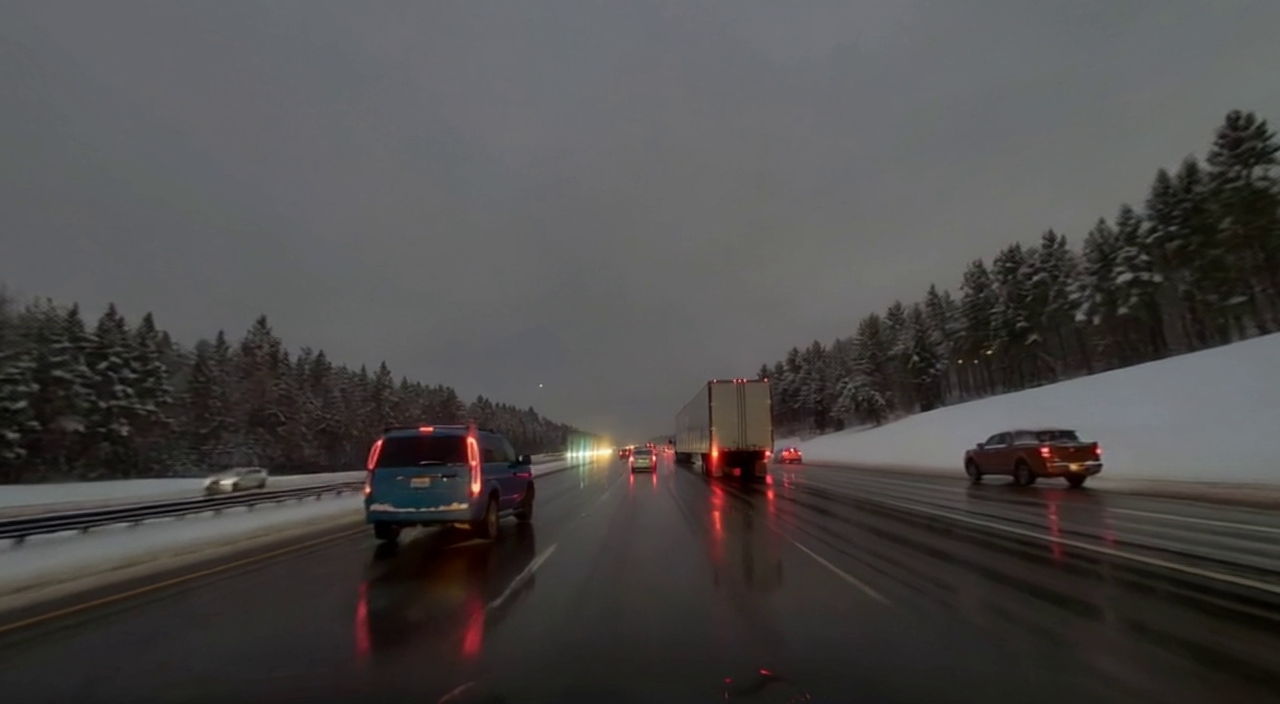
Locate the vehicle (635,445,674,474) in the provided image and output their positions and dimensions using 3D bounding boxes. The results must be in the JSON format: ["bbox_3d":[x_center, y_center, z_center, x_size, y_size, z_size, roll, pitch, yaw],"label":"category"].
[{"bbox_3d":[0.746,5.961,35.119,2.063,1.469,4.208,0,-9,0],"label":"vehicle"}]

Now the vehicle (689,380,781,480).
[{"bbox_3d":[4.384,4.158,32.333,2.821,4.077,12.562,0,-9,0],"label":"vehicle"}]

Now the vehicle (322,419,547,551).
[{"bbox_3d":[-3.123,2.148,10.872,2.237,1.745,4.575,-1,-9,1],"label":"vehicle"}]

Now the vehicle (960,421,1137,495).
[{"bbox_3d":[11.261,2.961,17.860,2.041,1.824,4.376,0,-9,0],"label":"vehicle"}]

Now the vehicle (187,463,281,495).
[{"bbox_3d":[-23.163,7.243,36.257,2.218,1.525,4.738,-1,-9,1],"label":"vehicle"}]
